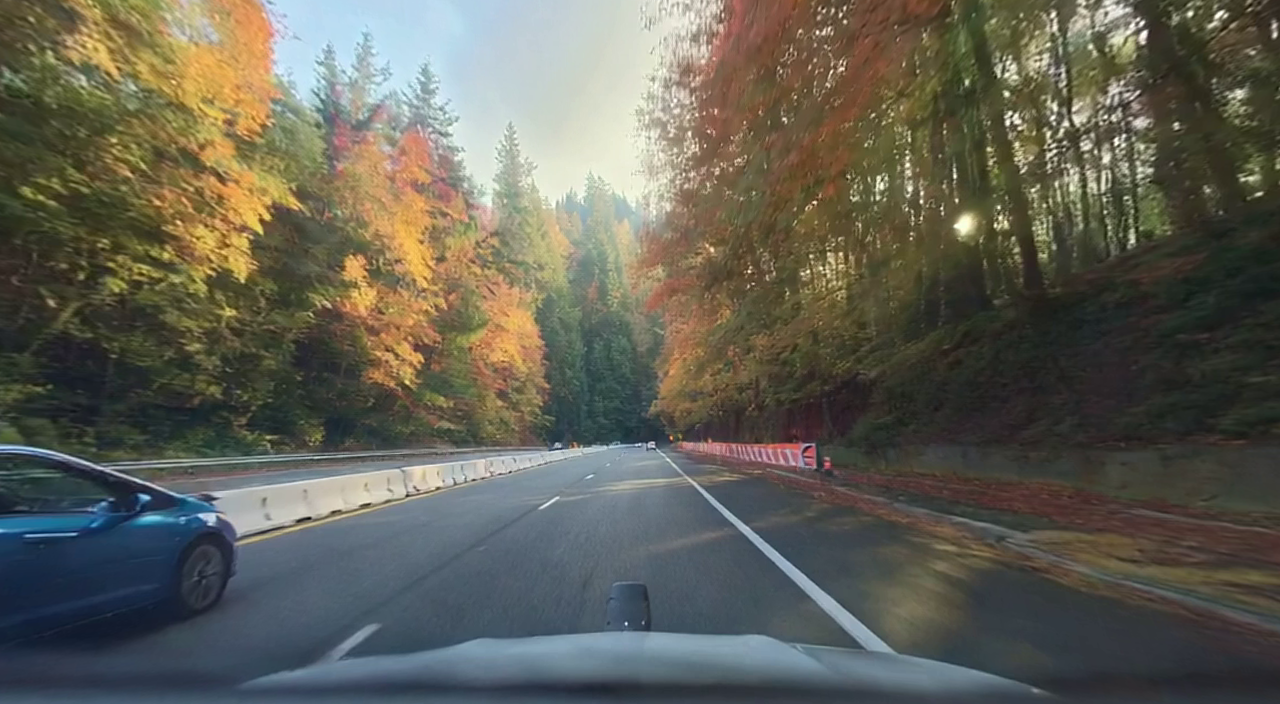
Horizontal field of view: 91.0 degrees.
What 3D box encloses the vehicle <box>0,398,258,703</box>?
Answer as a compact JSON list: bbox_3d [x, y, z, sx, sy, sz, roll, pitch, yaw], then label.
[{"bbox_3d":[-3.917,0.949,2.744,1.902,1.505,4.016,0,-8,1],"label":"vehicle"}]
